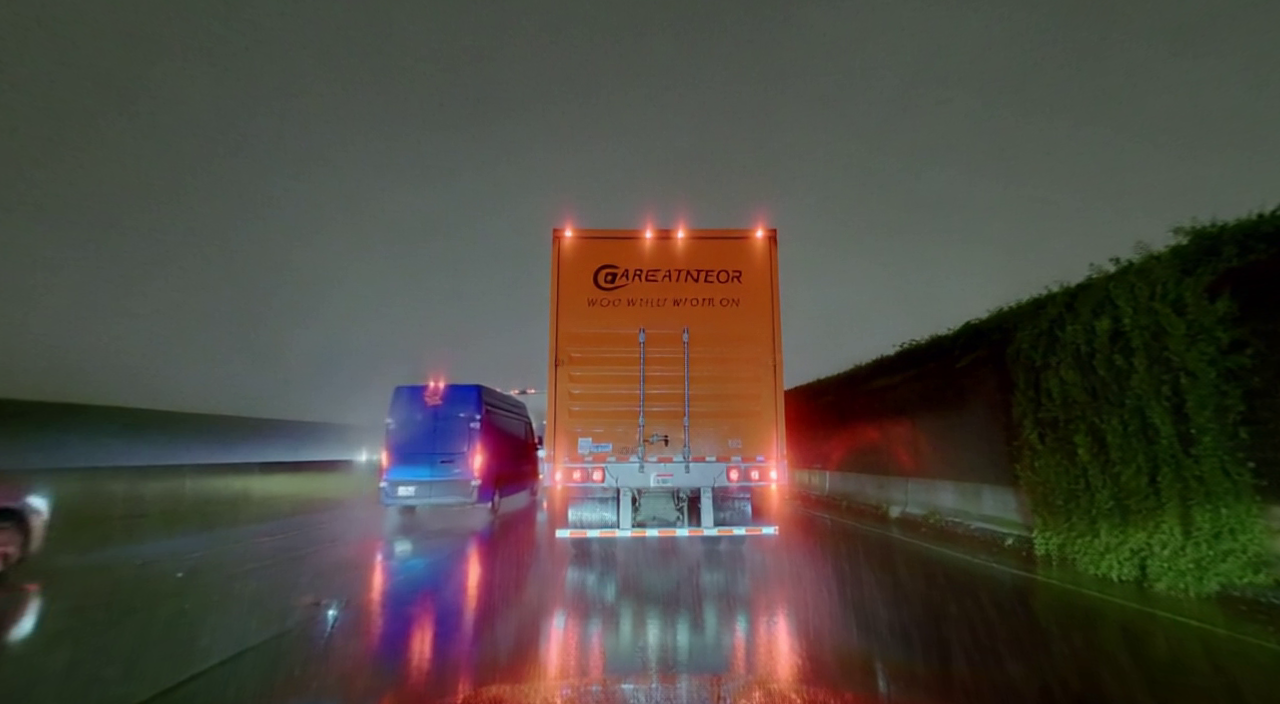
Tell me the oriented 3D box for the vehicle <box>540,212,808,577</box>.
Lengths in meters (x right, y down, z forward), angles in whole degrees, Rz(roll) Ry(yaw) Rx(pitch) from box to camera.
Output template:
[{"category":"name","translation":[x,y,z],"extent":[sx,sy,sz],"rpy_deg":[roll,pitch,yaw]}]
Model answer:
[{"category":"vehicle","translation":[0.485,1.217,12.238],"extent":[2.853,4.054,10.557],"rpy_deg":[0,-9,1]}]

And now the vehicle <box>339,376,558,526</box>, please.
[{"category":"vehicle","translation":[-4.389,2.736,17.606],"extent":[2.790,2.893,10.715],"rpy_deg":[0,-9,0]}]
